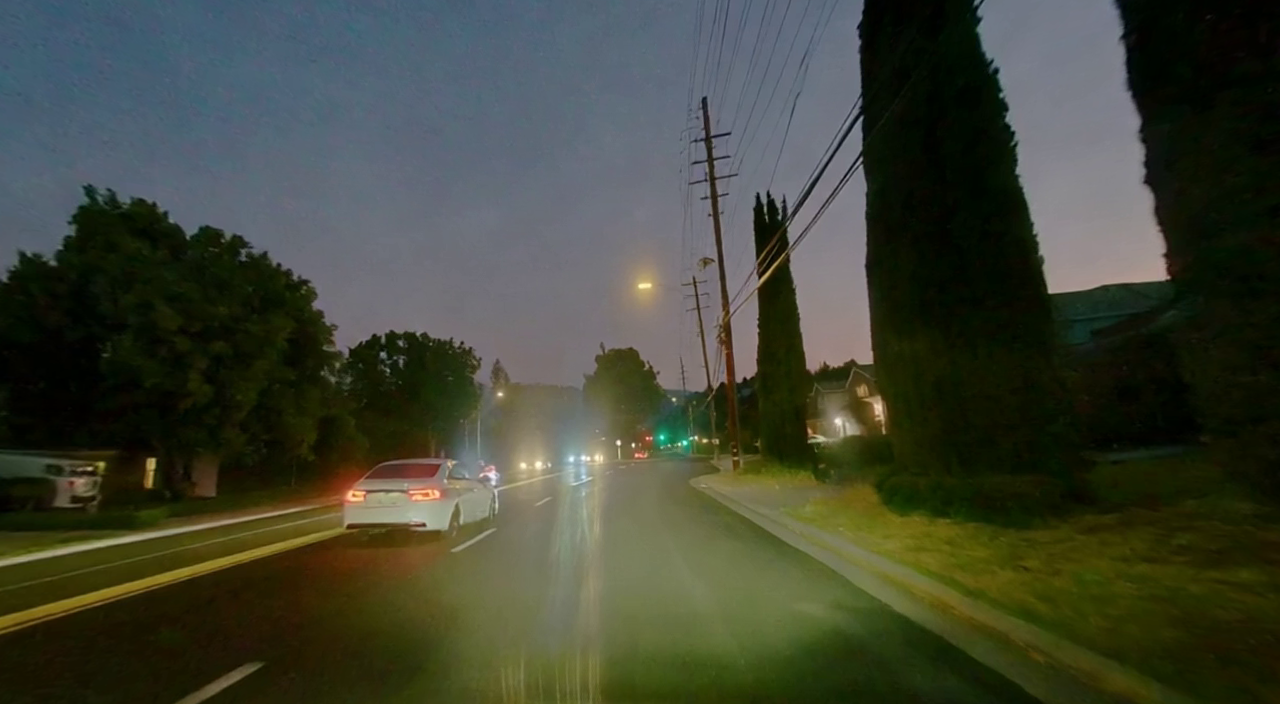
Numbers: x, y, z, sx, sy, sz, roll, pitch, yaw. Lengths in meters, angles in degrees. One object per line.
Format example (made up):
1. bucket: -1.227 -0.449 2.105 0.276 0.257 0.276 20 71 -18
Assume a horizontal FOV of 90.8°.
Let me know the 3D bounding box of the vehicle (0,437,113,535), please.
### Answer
1. vehicle: -23.478 4.492 21.404 7.982 3.178 2.531 3 -9 -19

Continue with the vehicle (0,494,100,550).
1. vehicle: -19.941 5.234 19.459 4.472 1.482 2.050 3 -10 -20

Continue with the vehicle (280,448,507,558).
1. vehicle: -3.892 2.439 11.067 2.041 1.471 4.602 -1 -8 1
